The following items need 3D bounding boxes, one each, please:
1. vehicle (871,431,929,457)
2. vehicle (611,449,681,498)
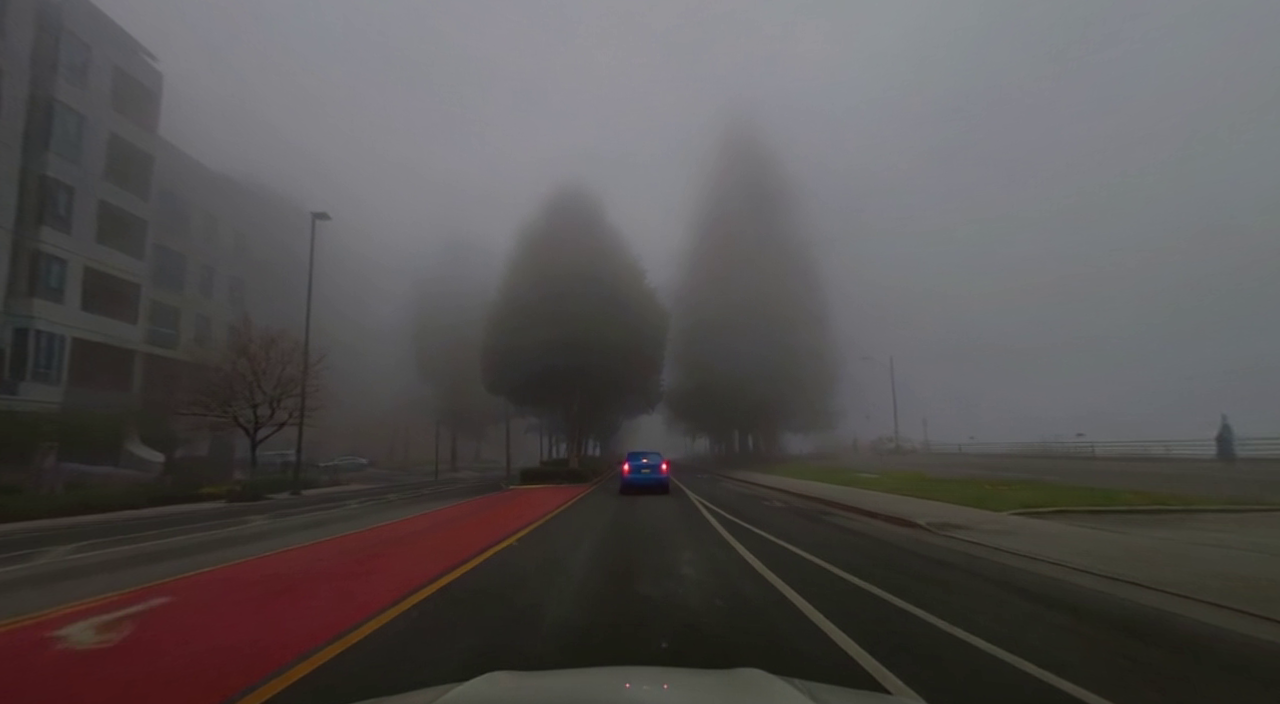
[{"bbox_3d":[15.662,5.614,38.201,1.979,1.460,3.848,-1,-10,2],"label":"vehicle"},{"bbox_3d":[0.167,3.919,20.689,2.063,1.442,4.135,0,-9,0],"label":"vehicle"}]
